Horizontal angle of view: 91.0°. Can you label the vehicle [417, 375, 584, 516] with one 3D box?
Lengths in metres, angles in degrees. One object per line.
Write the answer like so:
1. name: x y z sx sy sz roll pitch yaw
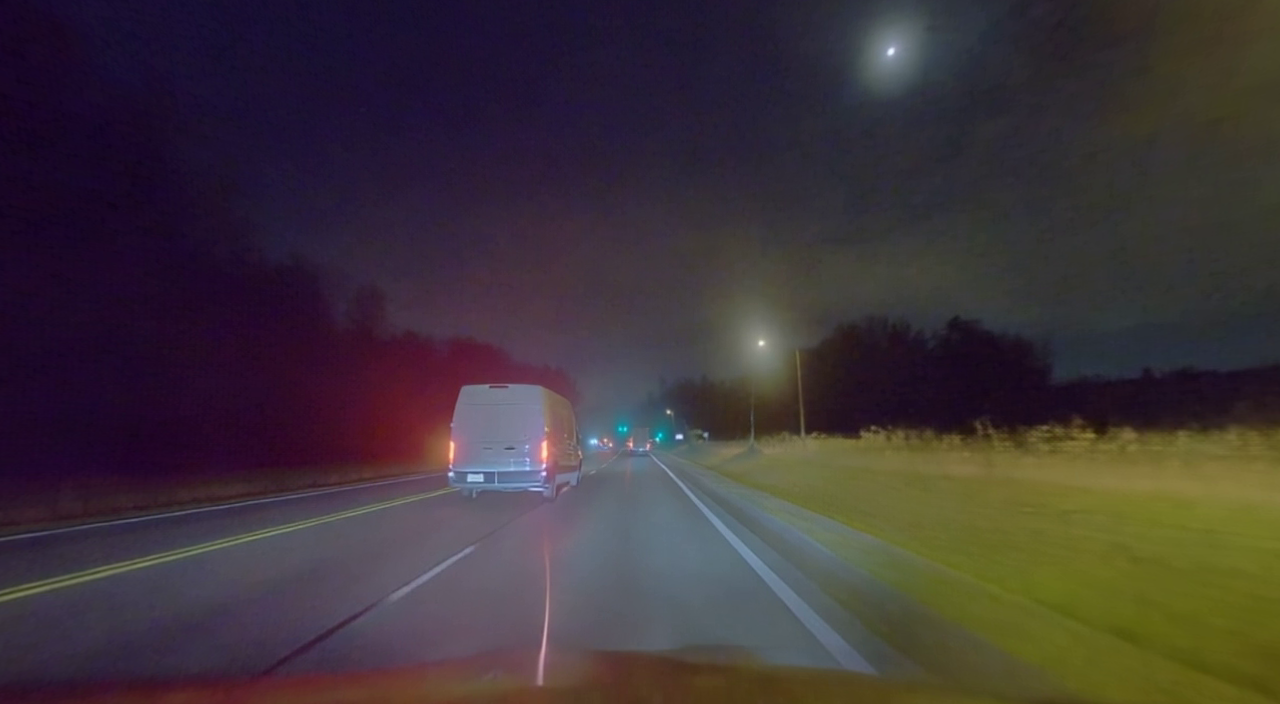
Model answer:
1. vehicle: -2.878 2.193 14.869 2.497 2.628 6.016 0 -8 0
